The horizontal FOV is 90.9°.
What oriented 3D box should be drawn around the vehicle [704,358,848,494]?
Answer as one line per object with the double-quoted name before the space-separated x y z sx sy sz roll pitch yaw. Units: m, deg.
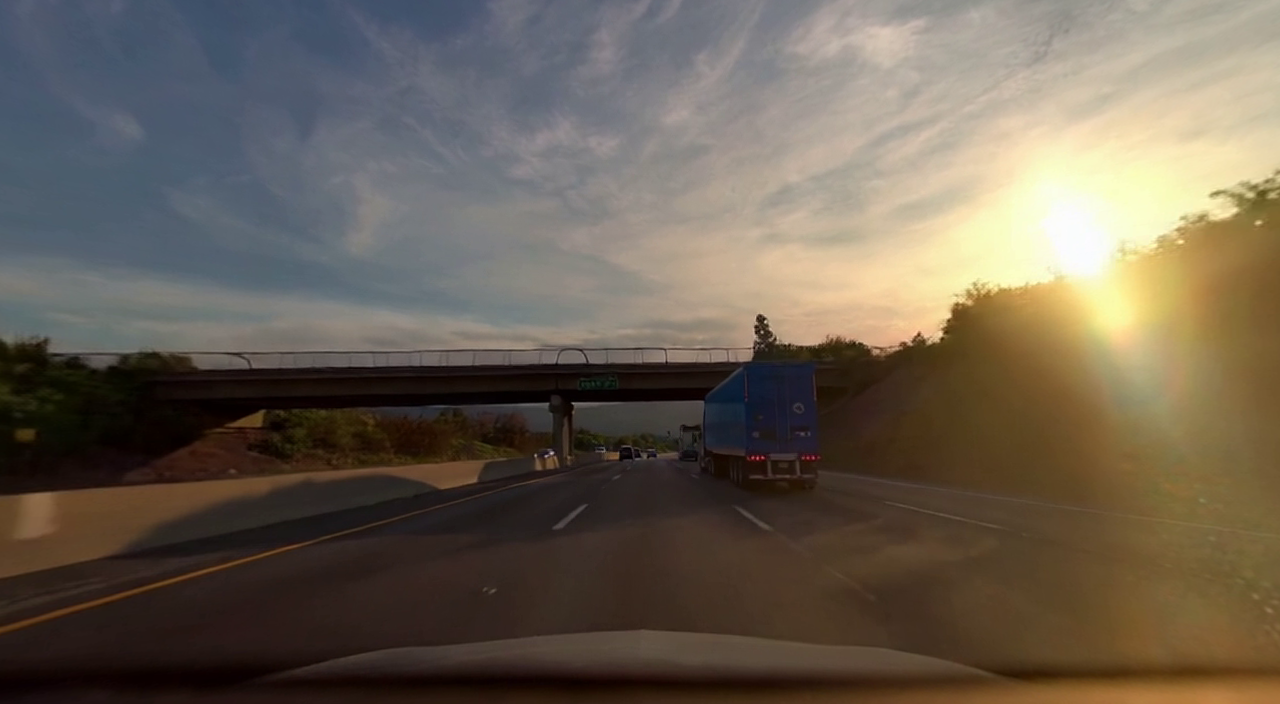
"vehicle" 4.754 3.287 25.961 2.825 4.054 14.210 0 -9 0
